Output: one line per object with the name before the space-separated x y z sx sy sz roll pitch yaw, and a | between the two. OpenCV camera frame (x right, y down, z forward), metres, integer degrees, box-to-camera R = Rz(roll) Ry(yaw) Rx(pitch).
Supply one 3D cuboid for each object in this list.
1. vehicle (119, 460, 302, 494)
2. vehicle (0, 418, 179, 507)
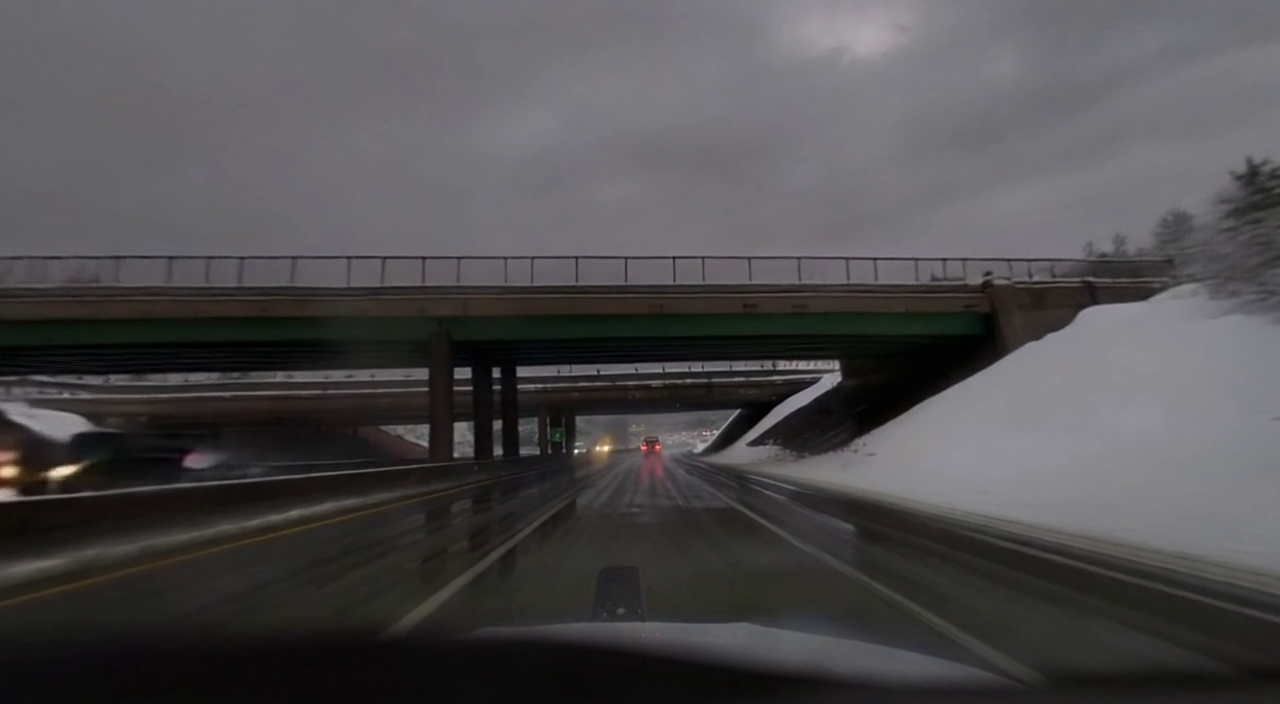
vehicle | -20.681 6.088 31.407 2.518 1.226 9.557 -1 -9 0
vehicle | -20.679 3.924 22.785 2.550 2.690 7.180 0 -9 0
